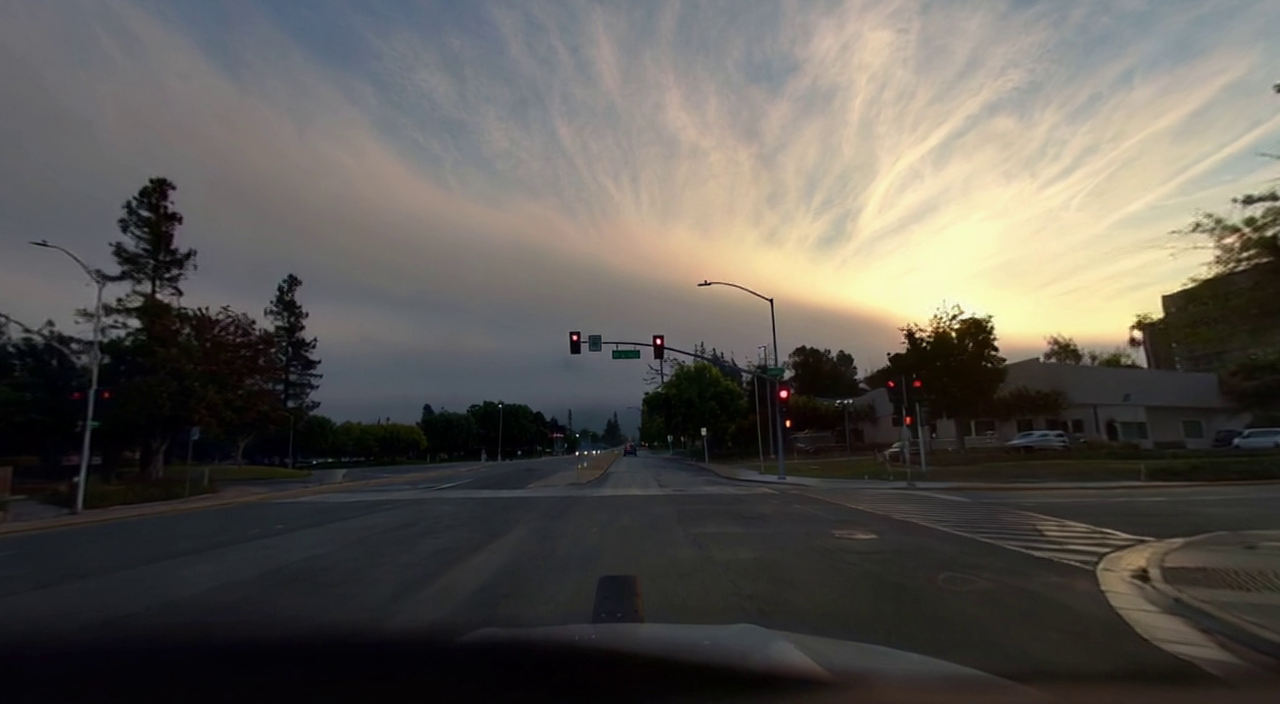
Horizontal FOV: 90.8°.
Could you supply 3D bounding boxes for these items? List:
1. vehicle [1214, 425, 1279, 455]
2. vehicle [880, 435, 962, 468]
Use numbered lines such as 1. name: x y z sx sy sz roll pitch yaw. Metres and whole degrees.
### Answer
1. vehicle: 34.098 4.812 34.322 1.832 1.521 4.266 0 -9 1
2. vehicle: 14.960 5.338 33.950 1.959 1.471 4.570 -4 -9 -5
